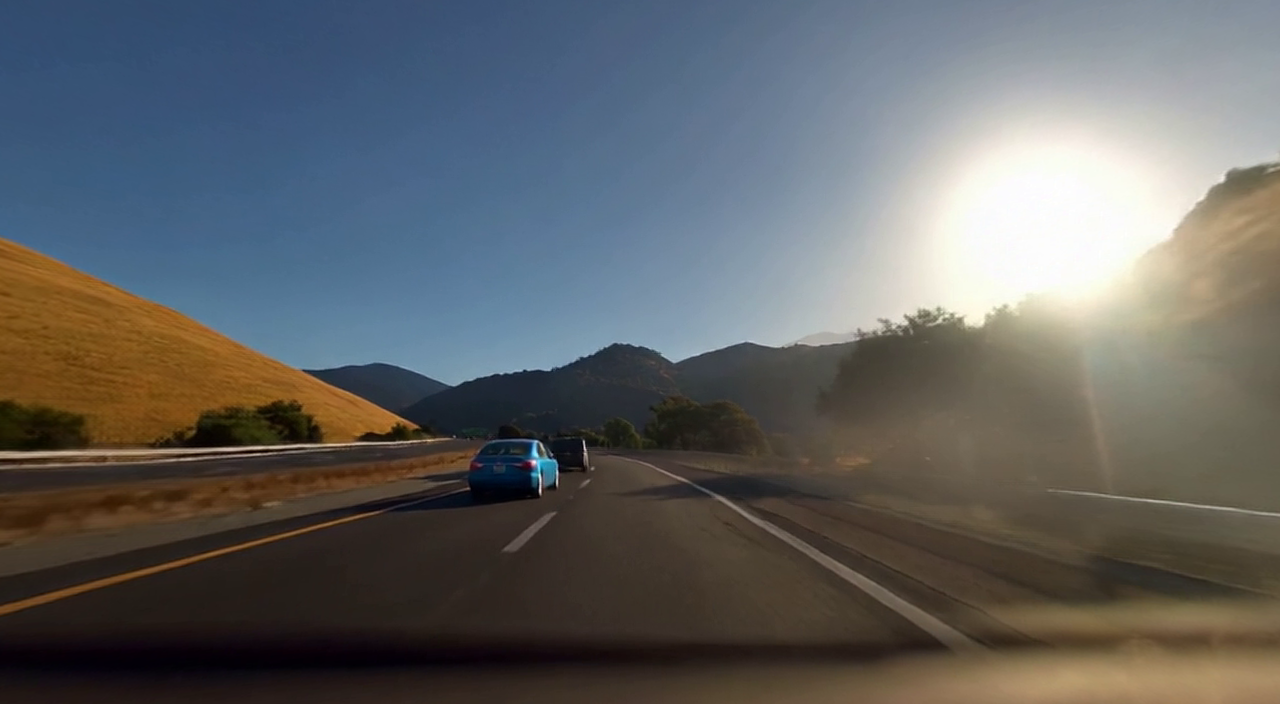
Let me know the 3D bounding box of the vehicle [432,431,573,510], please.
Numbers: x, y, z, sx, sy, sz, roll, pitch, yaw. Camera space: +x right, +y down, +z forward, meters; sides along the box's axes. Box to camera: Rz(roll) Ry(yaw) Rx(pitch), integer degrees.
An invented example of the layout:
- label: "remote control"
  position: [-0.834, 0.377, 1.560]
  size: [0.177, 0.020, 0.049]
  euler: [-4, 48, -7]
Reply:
- label: "vehicle"
  position: [-2.906, 2.620, 14.522]
  size: [2.097, 1.511, 4.585]
  euler: [0, -8, 2]
